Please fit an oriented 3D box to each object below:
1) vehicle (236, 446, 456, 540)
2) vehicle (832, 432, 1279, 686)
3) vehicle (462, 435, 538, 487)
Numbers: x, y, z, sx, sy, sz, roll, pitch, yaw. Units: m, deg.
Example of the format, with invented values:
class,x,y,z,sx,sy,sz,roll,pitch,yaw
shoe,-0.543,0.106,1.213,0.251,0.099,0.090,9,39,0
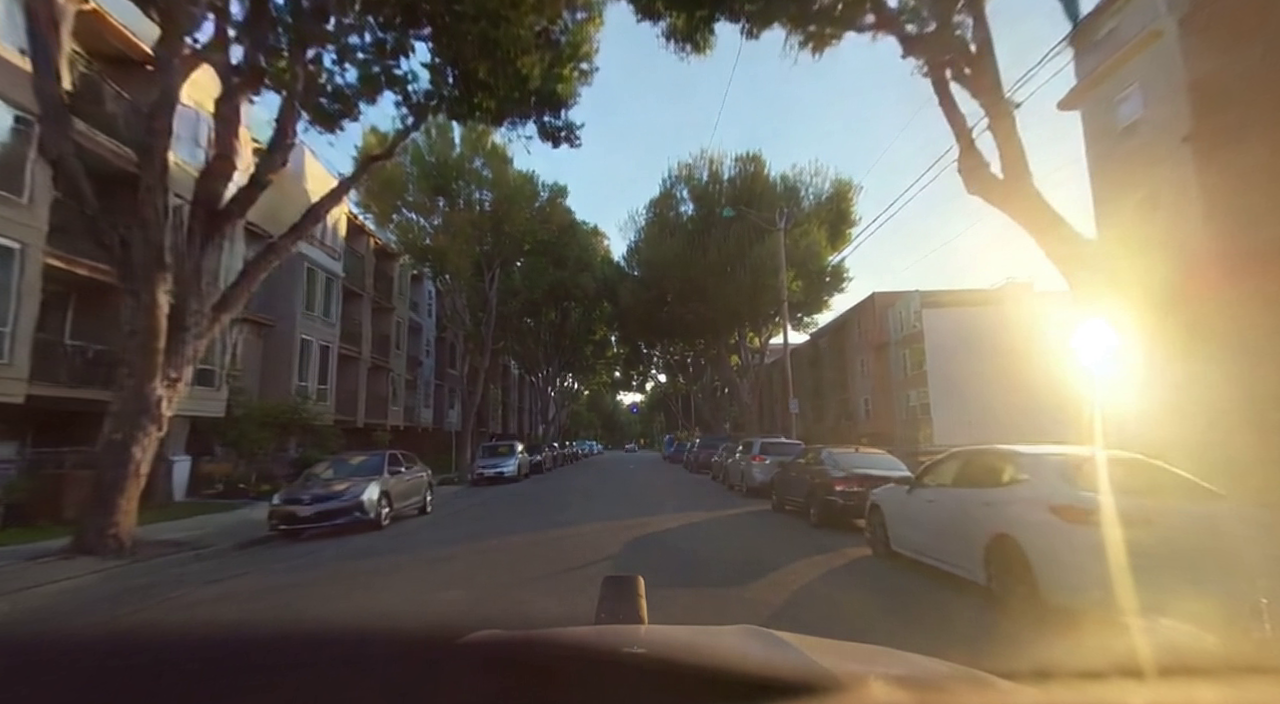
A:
class,x,y,z,sx,sy,sz,roll,pitch,yaw
vehicle,-5.299,2.559,12.265,2.080,1.458,4.511,0,-8,0
vehicle,3.628,1.564,6.140,1.881,1.460,4.737,0,-8,-2
vehicle,-5.512,4.324,25.526,2.069,1.881,4.697,0,-8,-1
